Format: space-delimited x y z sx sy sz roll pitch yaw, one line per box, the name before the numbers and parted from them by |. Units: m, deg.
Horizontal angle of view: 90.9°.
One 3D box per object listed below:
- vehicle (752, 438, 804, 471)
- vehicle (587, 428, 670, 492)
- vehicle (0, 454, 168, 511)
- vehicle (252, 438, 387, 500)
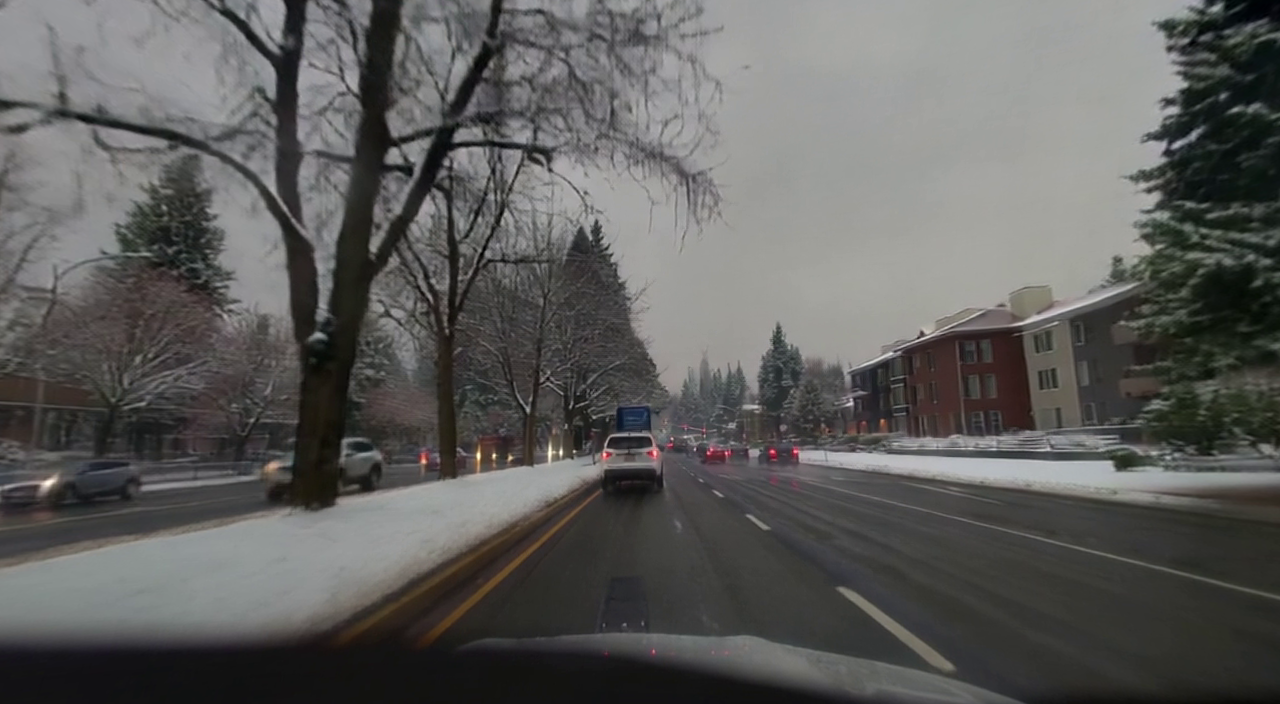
vehicle | 7.681 5.752 35.540 1.971 1.722 4.341 0 -8 0
vehicle | -0.308 3.371 20.012 2.332 1.798 4.546 0 -8 0
vehicle | -21.505 4.910 24.317 2.056 1.822 5.400 -1 -8 5
vehicle | -10.302 3.753 20.723 2.010 1.760 4.406 -1 -8 1
